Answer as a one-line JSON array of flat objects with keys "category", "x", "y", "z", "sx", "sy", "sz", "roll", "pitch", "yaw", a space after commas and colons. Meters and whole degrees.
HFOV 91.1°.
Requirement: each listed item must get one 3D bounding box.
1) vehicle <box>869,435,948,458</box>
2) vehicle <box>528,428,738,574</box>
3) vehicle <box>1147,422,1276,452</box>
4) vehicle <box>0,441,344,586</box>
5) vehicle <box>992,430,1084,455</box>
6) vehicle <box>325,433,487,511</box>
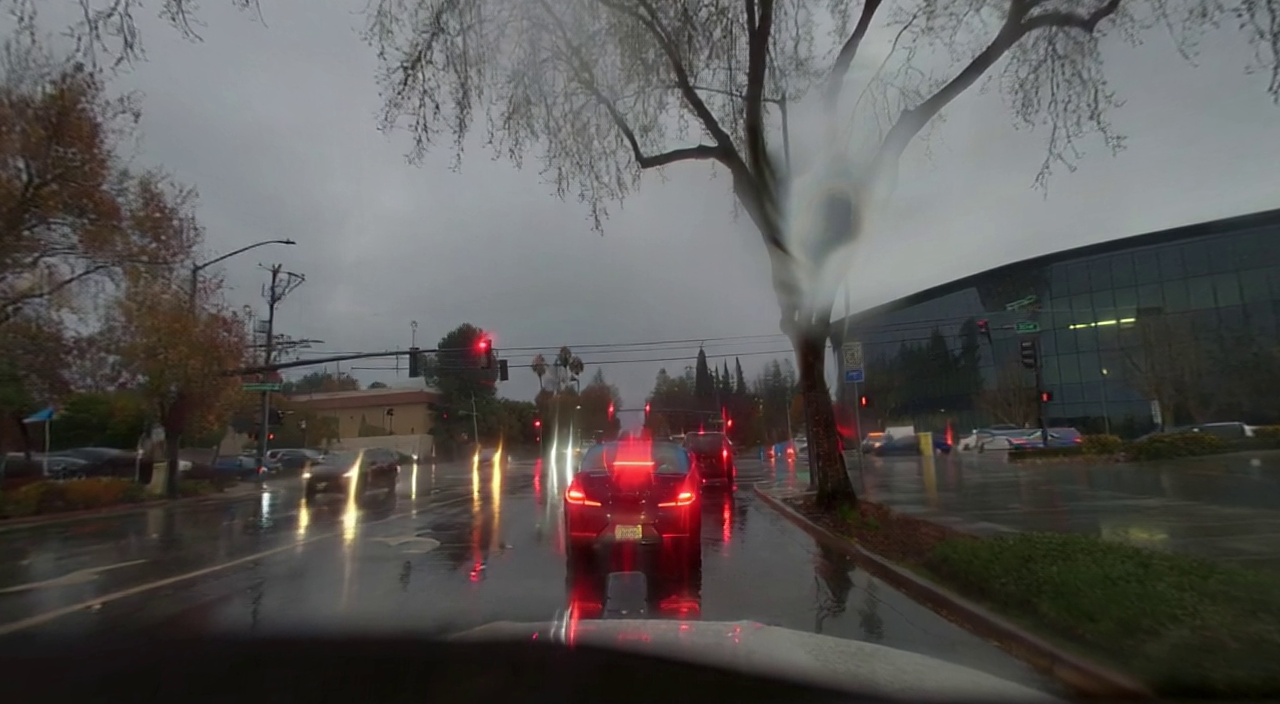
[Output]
[{"category": "vehicle", "x": 17.559, "y": 6.206, "z": 41.104, "sx": 4.441, "sy": 1.452, "sz": 1.798, "roll": -5, "pitch": -10, "yaw": 30}, {"category": "vehicle", "x": -0.052, "y": 1.868, "z": 8.675, "sx": 2.182, "sy": 1.501, "sz": 4.150, "roll": 0, "pitch": -9, "yaw": 1}, {"category": "vehicle", "x": 30.546, "y": 4.606, "z": 33.788, "sx": 4.739, "sy": 1.472, "sz": 1.804, "roll": -5, "pitch": -10, "yaw": 30}, {"category": "vehicle", "x": -6.339, "y": 2.070, "z": 8.972, "sx": 1.948, "sy": 1.530, "sz": 4.283, "roll": 0, "pitch": -9, "yaw": 3}, {"category": "vehicle", "x": 23.813, "y": 5.444, "z": 37.743, "sx": 4.454, "sy": 1.440, "sz": 1.816, "roll": -5, "pitch": -10, "yaw": 30}, {"category": "vehicle", "x": -6.164, "y": 3.218, "z": 17.426, "sx": 2.230, "sy": 1.811, "sz": 5.183, "roll": -1, "pitch": -9, "yaw": 3}]
